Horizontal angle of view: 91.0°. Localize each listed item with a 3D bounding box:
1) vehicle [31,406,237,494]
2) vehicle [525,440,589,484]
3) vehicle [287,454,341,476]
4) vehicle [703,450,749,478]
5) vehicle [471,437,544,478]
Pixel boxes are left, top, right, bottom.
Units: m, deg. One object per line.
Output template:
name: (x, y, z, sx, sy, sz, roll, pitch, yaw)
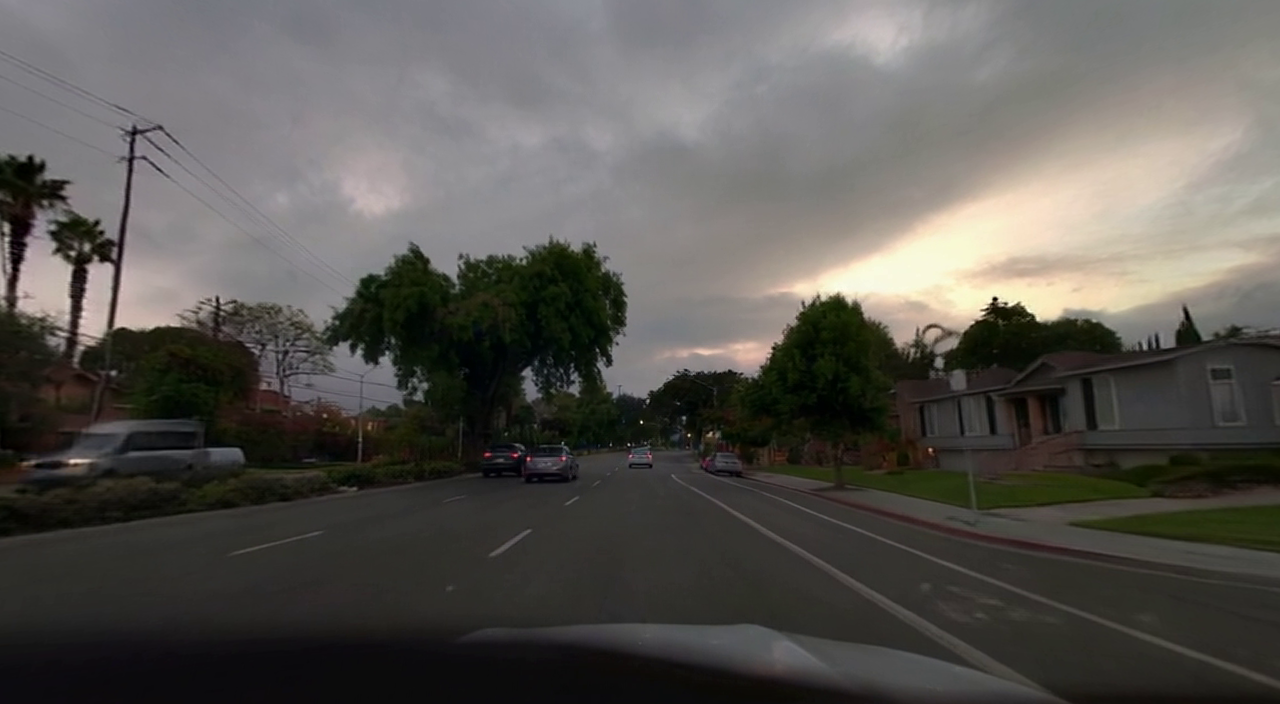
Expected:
vehicle: (-17.656, 3.503, 22.572, 2.331, 2.714, 5.872, 0, -9, 1)
vehicle: (-3.636, 4.902, 28.346, 2.116, 1.806, 4.516, 0, -9, 2)
vehicle: (-25.567, 8.852, 49.529, 1.838, 1.516, 4.484, 0, -9, 0)
vehicle: (5.083, 6.650, 37.629, 1.994, 1.507, 4.173, 1, -9, -2)
vehicle: (-7.006, 5.659, 34.074, 2.457, 2.010, 6.330, 0, -9, 1)
